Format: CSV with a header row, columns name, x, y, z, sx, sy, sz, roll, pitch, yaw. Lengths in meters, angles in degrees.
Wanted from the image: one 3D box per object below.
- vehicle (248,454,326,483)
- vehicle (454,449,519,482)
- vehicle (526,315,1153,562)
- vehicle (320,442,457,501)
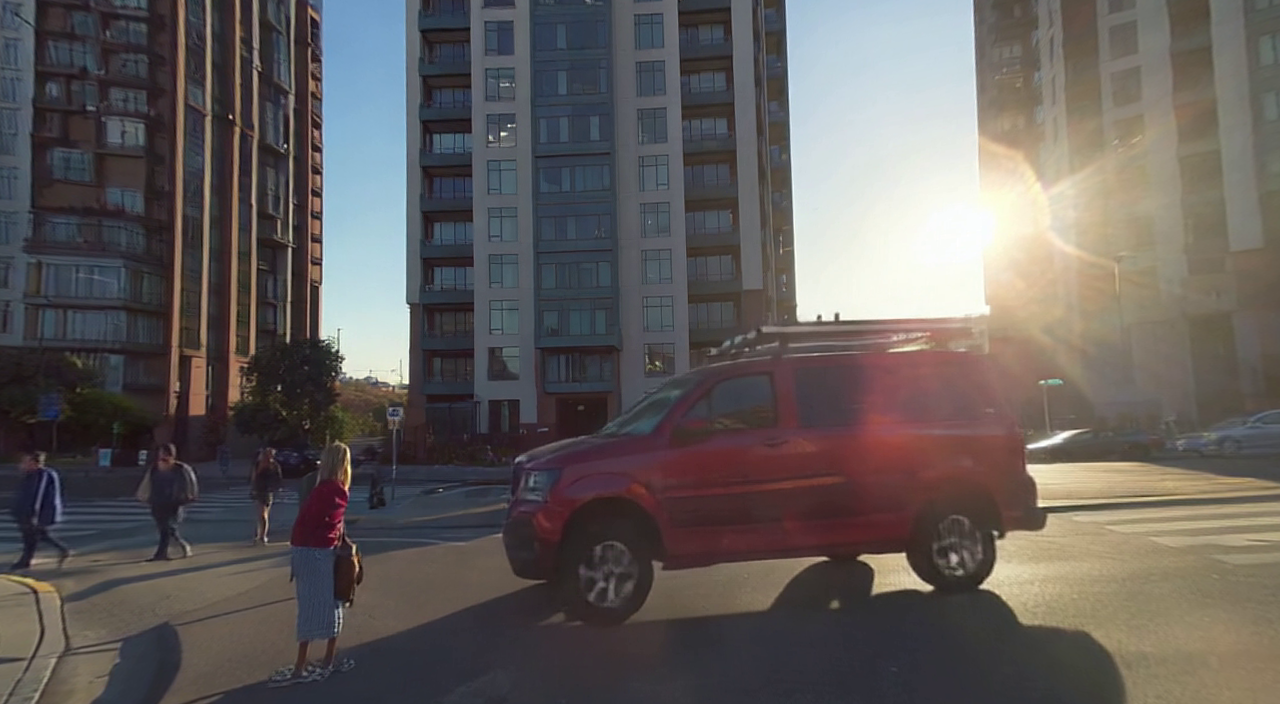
name,x,y,z,sx,sy,sz,roll,pitch,yaw
vehicle,-19.269,6.364,34.544,3.467,1.456,1.649,4,-9,-23
vehicle,-7.624,5.681,31.716,2.164,1.494,4.235,0,-8,1
vehicle,2.211,1.153,8.479,6.932,2.753,2.446,-1,-8,3
vehicle,-8.143,3.885,21.015,2.395,1.719,4.549,-1,-8,5
